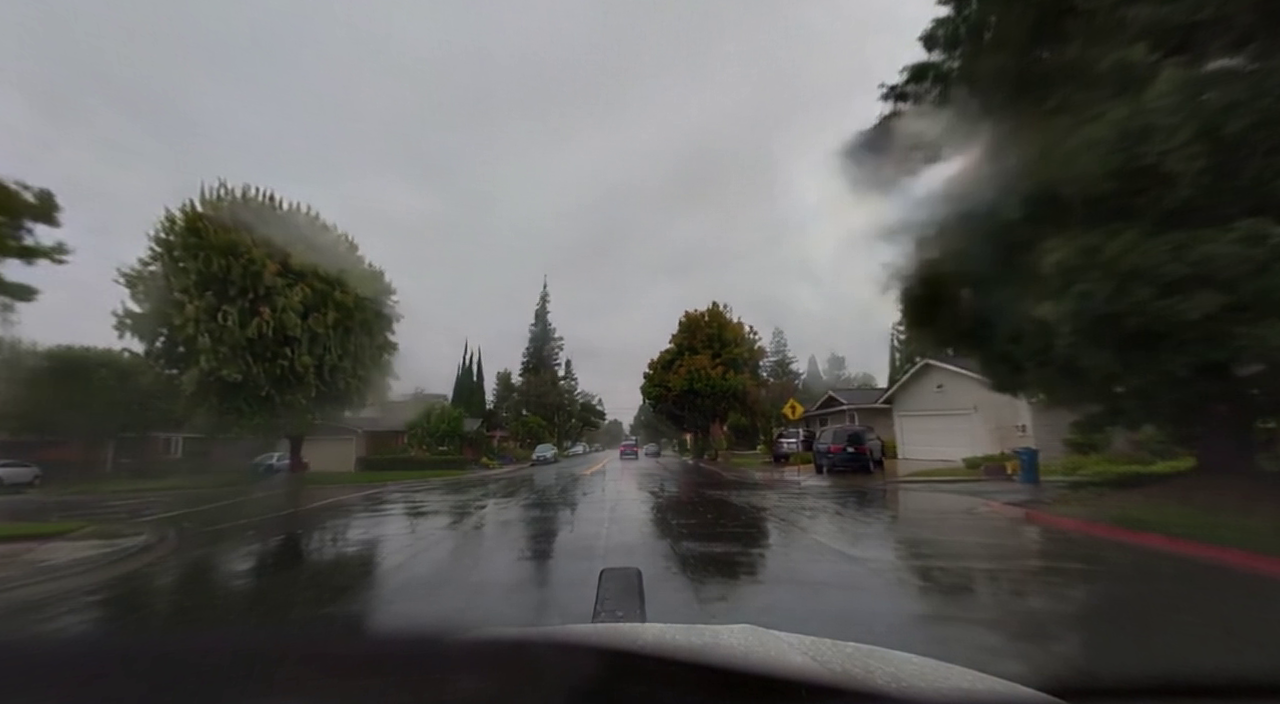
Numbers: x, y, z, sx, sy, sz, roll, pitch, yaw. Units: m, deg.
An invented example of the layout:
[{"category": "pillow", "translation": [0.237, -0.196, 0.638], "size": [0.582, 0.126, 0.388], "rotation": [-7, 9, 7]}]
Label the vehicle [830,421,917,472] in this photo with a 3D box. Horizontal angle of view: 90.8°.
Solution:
[{"category": "vehicle", "translation": [9.720, 4.004, 26.837], "size": [2.333, 1.933, 5.662], "rotation": [-1, -9, 9]}]

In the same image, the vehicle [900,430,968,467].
[{"category": "vehicle", "translation": [13.080, 4.330, 28.370], "size": [1.972, 1.528, 3.891], "rotation": [-2, -9, 13]}]

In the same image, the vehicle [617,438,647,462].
[{"category": "vehicle", "translation": [-0.532, 7.139, 46.066], "size": [2.116, 1.711, 4.155], "rotation": [0, -8, 0]}]

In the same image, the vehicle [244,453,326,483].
[{"category": "vehicle", "translation": [-19.763, 6.436, 35.465], "size": [1.917, 1.499, 4.569], "rotation": [0, -8, 0]}]

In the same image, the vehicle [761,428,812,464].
[{"category": "vehicle", "translation": [8.043, 5.225, 35.002], "size": [2.130, 1.836, 4.464], "rotation": [-1, -9, 5]}]

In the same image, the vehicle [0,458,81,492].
[{"category": "vehicle", "translation": [-33.301, 6.614, 34.299], "size": [1.978, 1.666, 4.230], "rotation": [0, -8, 1]}]
